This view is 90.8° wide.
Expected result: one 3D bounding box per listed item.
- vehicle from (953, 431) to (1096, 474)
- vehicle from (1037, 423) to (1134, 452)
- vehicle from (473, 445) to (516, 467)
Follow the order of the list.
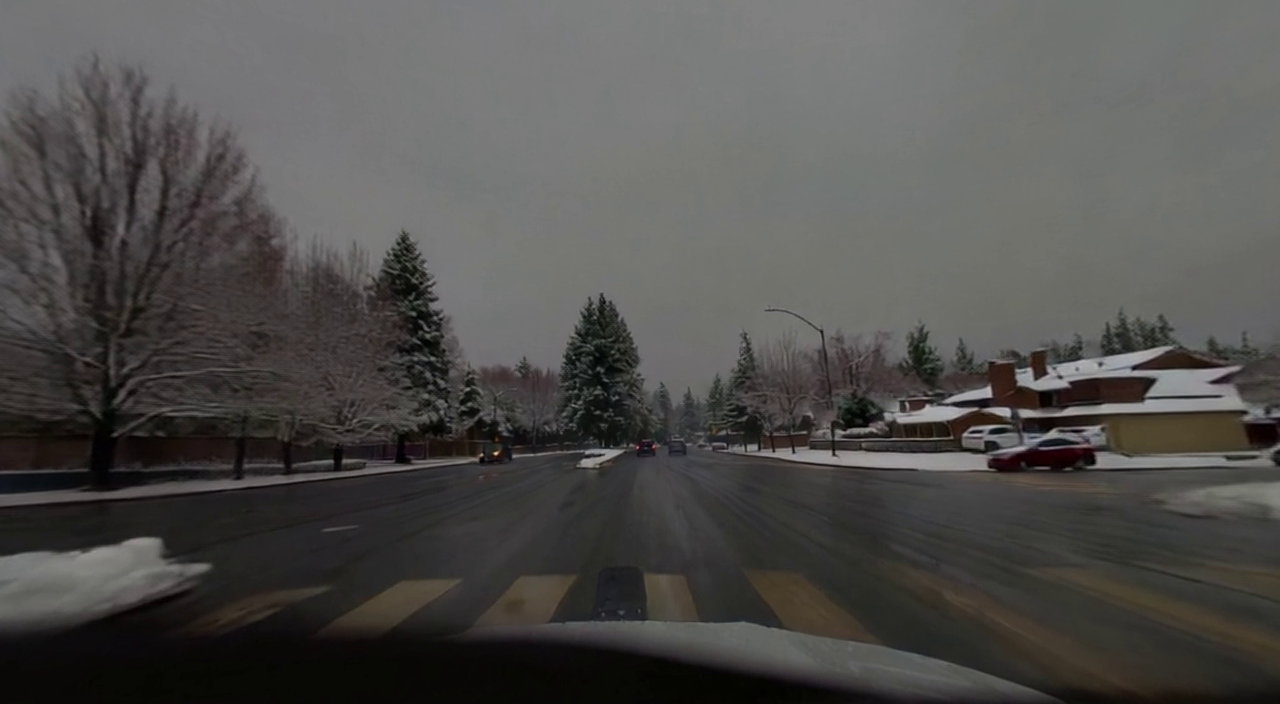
[{"bbox_3d":[15.948,4.217,26.538,4.696,1.651,2.218,-3,-9,20],"label":"vehicle"},{"bbox_3d":[24.625,4.776,35.179,1.982,1.503,4.572,0,-8,-2],"label":"vehicle"},{"bbox_3d":[-10.432,7.466,45.648,1.960,1.465,4.194,-1,-8,2],"label":"vehicle"}]
